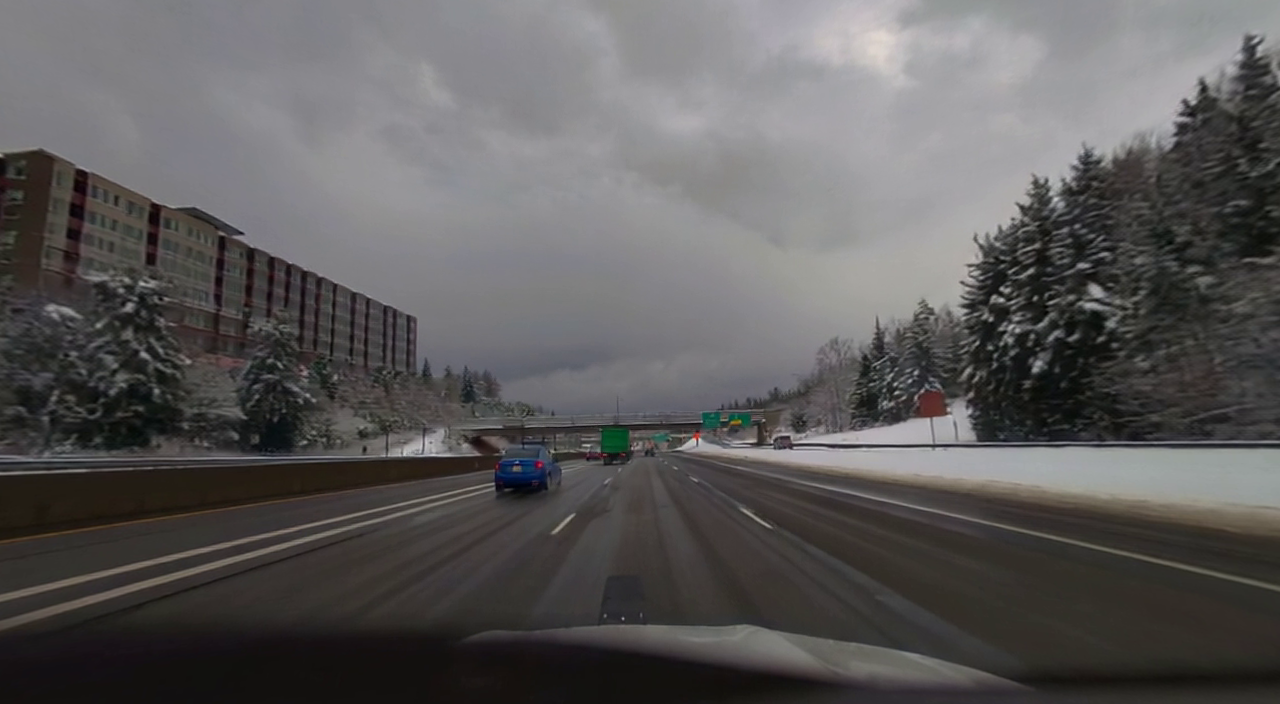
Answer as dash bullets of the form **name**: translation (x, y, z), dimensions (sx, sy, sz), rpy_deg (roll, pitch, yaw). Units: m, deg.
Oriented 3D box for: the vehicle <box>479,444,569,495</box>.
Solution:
- **vehicle**: translation (-3.671, 3.827, 20.852), dimensions (2.039, 1.478, 4.483), rpy_deg (0, -9, 1)
